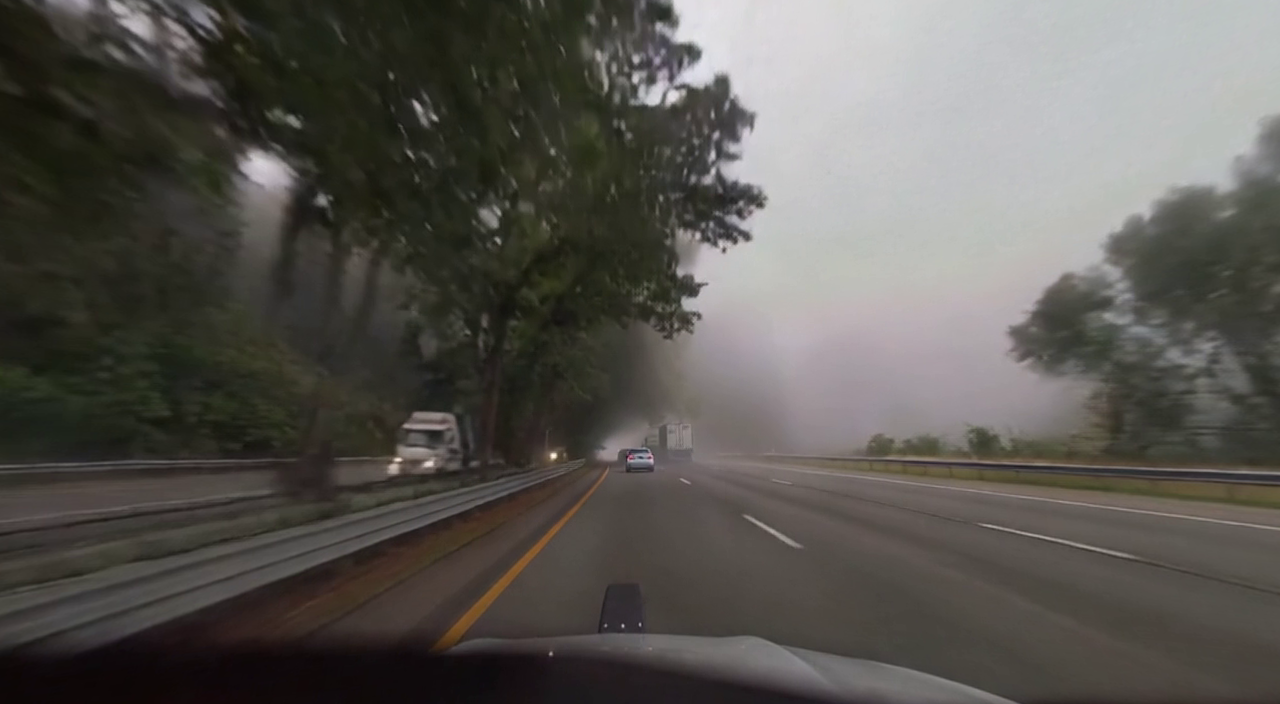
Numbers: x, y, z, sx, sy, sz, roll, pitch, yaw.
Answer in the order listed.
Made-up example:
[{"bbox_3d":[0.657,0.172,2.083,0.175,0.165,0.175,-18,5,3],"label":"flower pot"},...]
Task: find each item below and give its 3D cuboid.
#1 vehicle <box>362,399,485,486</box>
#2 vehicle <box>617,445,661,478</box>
[{"bbox_3d":[-8.235,3.619,25.047,2.286,2.908,7.241,0,-9,0],"label":"vehicle"},{"bbox_3d":[-0.081,5.457,31.589,2.069,1.523,4.012,0,-9,-1],"label":"vehicle"}]
